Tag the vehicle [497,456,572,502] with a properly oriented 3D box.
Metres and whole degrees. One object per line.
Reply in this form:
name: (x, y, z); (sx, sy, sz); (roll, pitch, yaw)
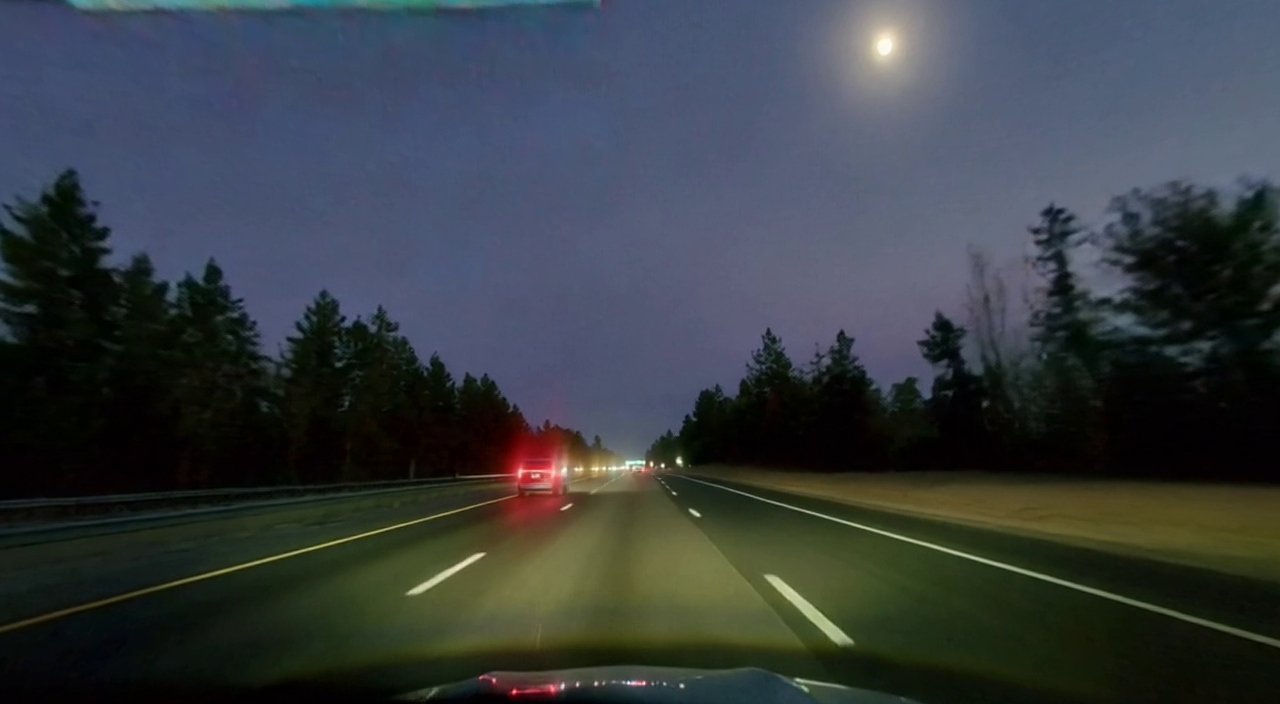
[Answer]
vehicle: (-3.946, 4.860, 24.321); (2.081, 1.586, 4.245); (0, -10, 1)
